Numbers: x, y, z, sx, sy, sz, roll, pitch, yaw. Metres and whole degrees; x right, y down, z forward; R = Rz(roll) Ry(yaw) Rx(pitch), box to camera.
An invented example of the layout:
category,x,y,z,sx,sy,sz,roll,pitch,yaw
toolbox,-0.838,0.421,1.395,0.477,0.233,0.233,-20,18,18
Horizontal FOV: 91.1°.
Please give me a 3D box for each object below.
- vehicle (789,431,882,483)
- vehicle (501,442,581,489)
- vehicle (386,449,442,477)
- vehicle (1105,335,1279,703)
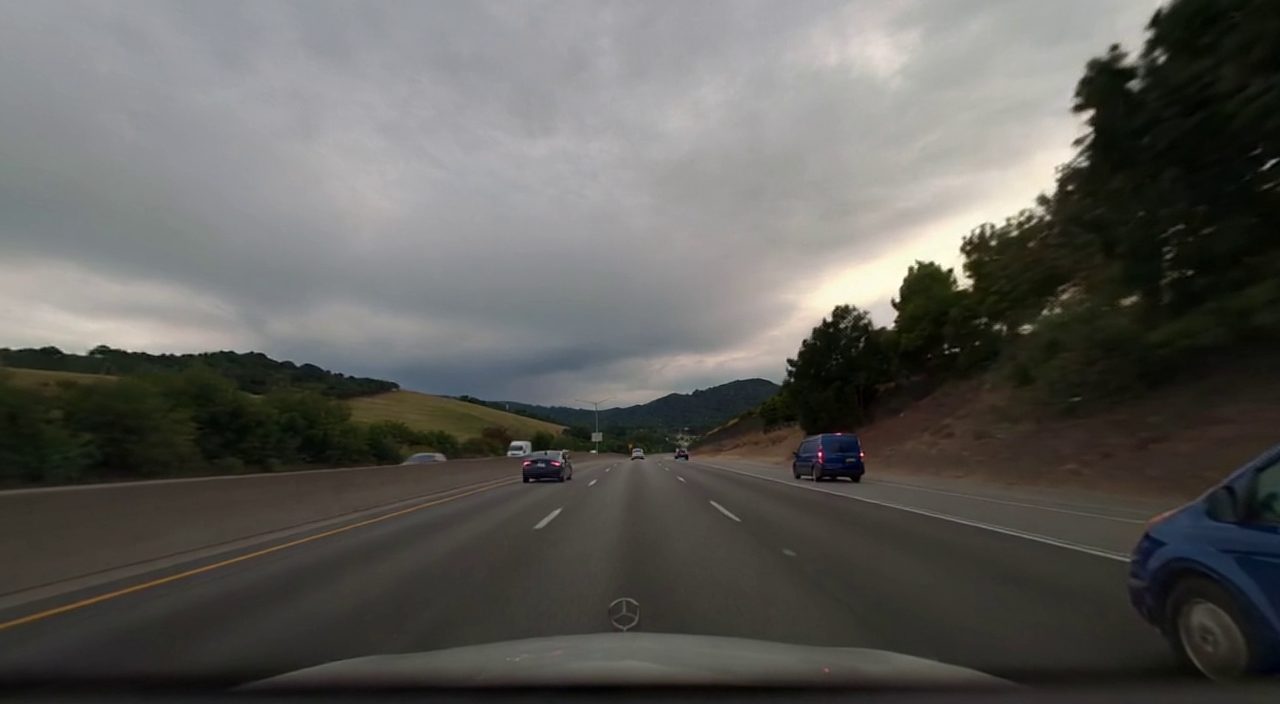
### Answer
category,x,y,z,sx,sy,sz,roll,pitch,yaw
vehicle,7.891,4.301,25.981,2.133,1.933,4.986,0,-9,-1
vehicle,-3.490,4.123,23.107,2.160,1.530,4.500,0,-9,0
vehicle,-12.045,5.895,33.704,1.761,1.392,3.552,0,-9,-2
vehicle,3.742,0.569,1.267,2.169,1.685,4.417,0,-9,0
